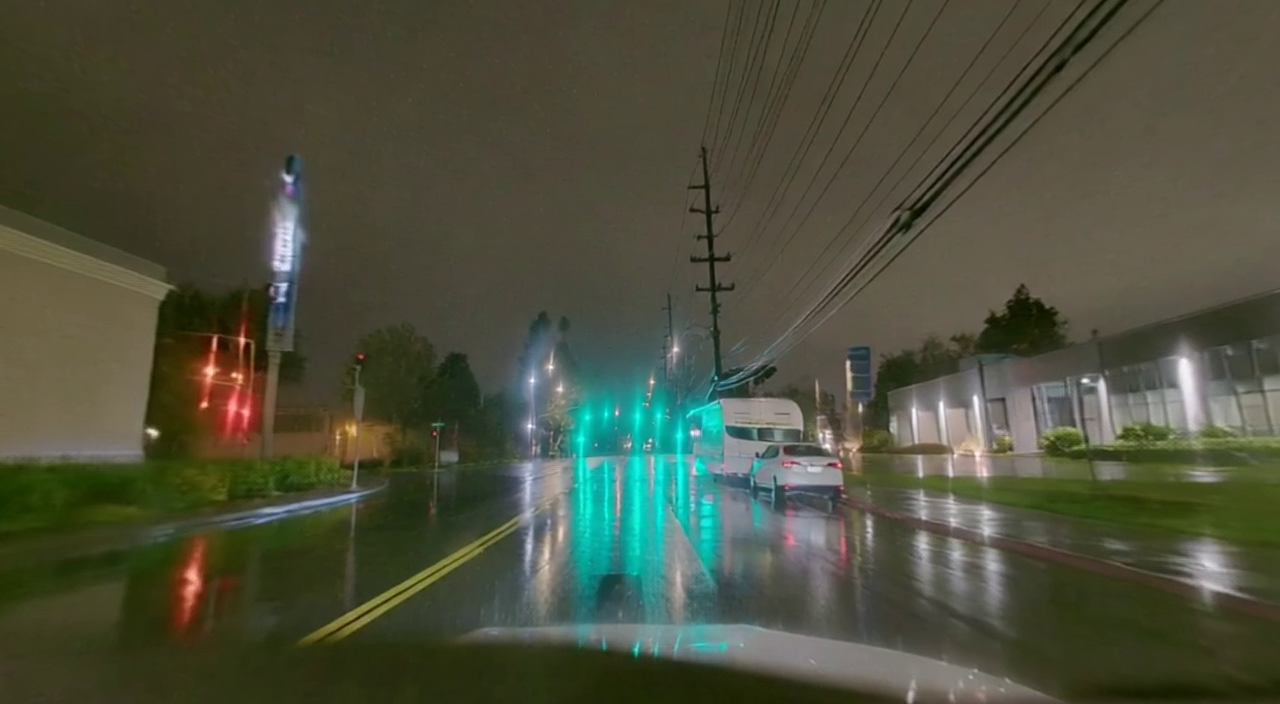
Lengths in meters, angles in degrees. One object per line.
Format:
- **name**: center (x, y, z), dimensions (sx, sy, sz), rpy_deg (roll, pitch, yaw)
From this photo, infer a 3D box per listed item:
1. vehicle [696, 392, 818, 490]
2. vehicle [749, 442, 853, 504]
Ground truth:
- **vehicle**: center (4.272, 3.606, 25.409), dimensions (3.110, 3.241, 8.788), rpy_deg (0, -9, -1)
- **vehicle**: center (4.419, 3.353, 17.925), dimensions (1.852, 1.497, 3.672), rpy_deg (-2, -8, -2)
